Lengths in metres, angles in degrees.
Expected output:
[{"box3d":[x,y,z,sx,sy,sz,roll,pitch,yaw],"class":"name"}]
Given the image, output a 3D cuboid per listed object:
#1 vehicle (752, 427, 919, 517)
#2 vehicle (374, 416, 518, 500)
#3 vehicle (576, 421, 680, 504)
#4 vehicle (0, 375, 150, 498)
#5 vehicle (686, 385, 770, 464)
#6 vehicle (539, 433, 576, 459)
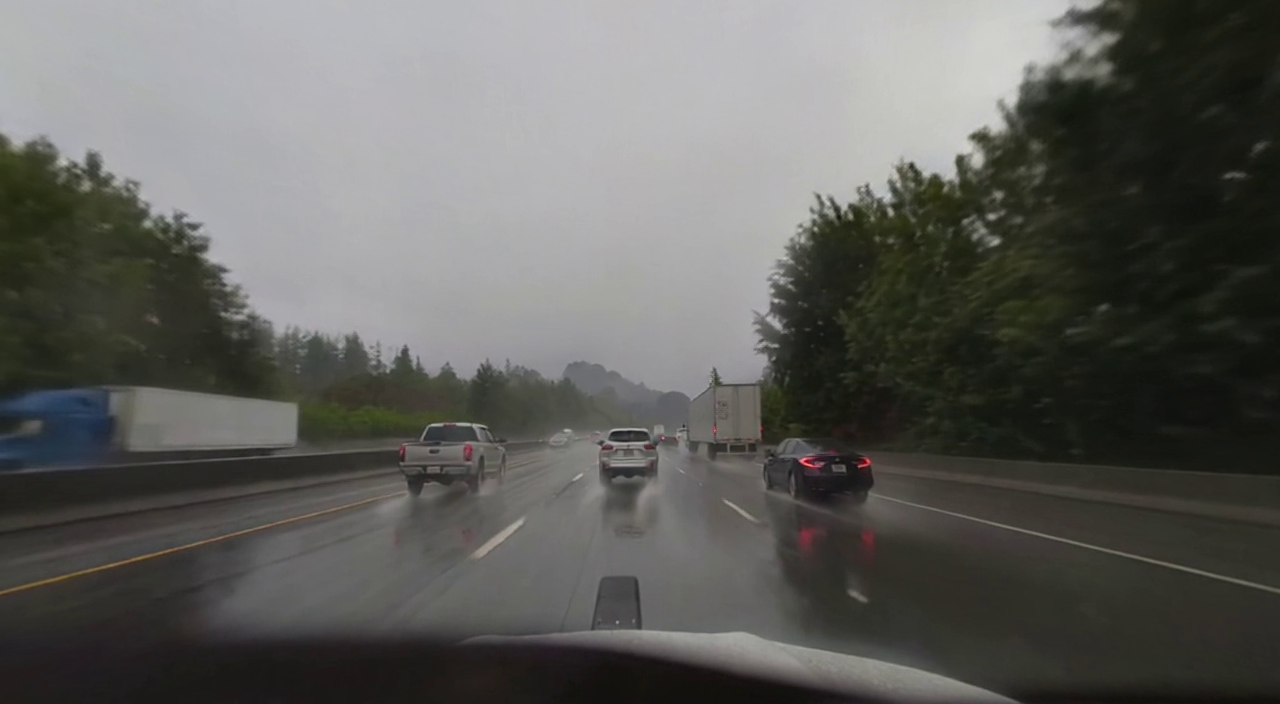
[{"box3d":[3.645,2.280,12.590,1.951,1.477,3.963,0,-8,-2],"class":"vehicle"},{"box3d":[-4.567,2.557,15.772,2.101,1.767,4.702,0,-8,0],"class":"vehicle"},{"box3d":[-0.277,2.490,14.670,2.083,1.647,3.799,0,-8,-1],"class":"vehicle"},{"box3d":[-21.259,2.971,22.354,3.048,3.785,5.664,0,-8,-1],"class":"vehicle"},{"box3d":[5.146,4.715,40.137,2.888,4.135,14.071,0,-8,-2],"class":"vehicle"},{"box3d":[-5.437,6.239,42.041,1.971,1.648,3.983,0,-8,-1],"class":"vehicle"}]
